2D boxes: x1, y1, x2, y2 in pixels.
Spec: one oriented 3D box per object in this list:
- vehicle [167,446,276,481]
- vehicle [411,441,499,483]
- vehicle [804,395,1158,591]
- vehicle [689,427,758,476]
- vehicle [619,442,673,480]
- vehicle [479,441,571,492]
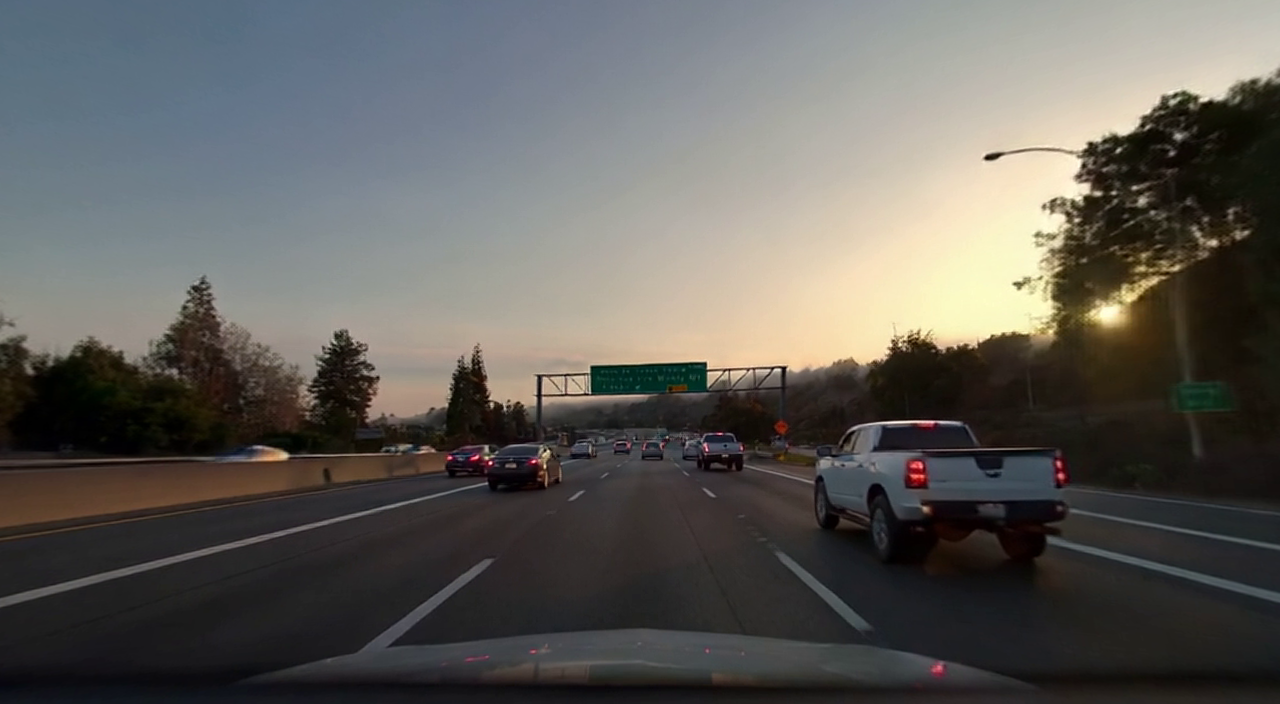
[{"bbox_3d":[-19.311,5.142,29.355,1.851,1.502,4.485,0,-9,2],"label":"vehicle"},{"bbox_3d":[-7.316,4.412,25.438,2.065,1.519,4.491,0,-9,2],"label":"vehicle"},{"bbox_3d":[3.653,1.604,7.901,2.045,1.768,4.249,0,-9,0],"label":"vehicle"},{"bbox_3d":[3.995,4.978,31.608,2.802,2.151,6.579,0,-9,2],"label":"vehicle"},{"bbox_3d":[0.256,4.514,26.300,2.071,1.478,4.130,0,-9,1],"label":"vehicle"},{"bbox_3d":[-3.594,3.671,20.539,1.996,1.488,4.451,0,-9,2],"label":"vehicle"}]
